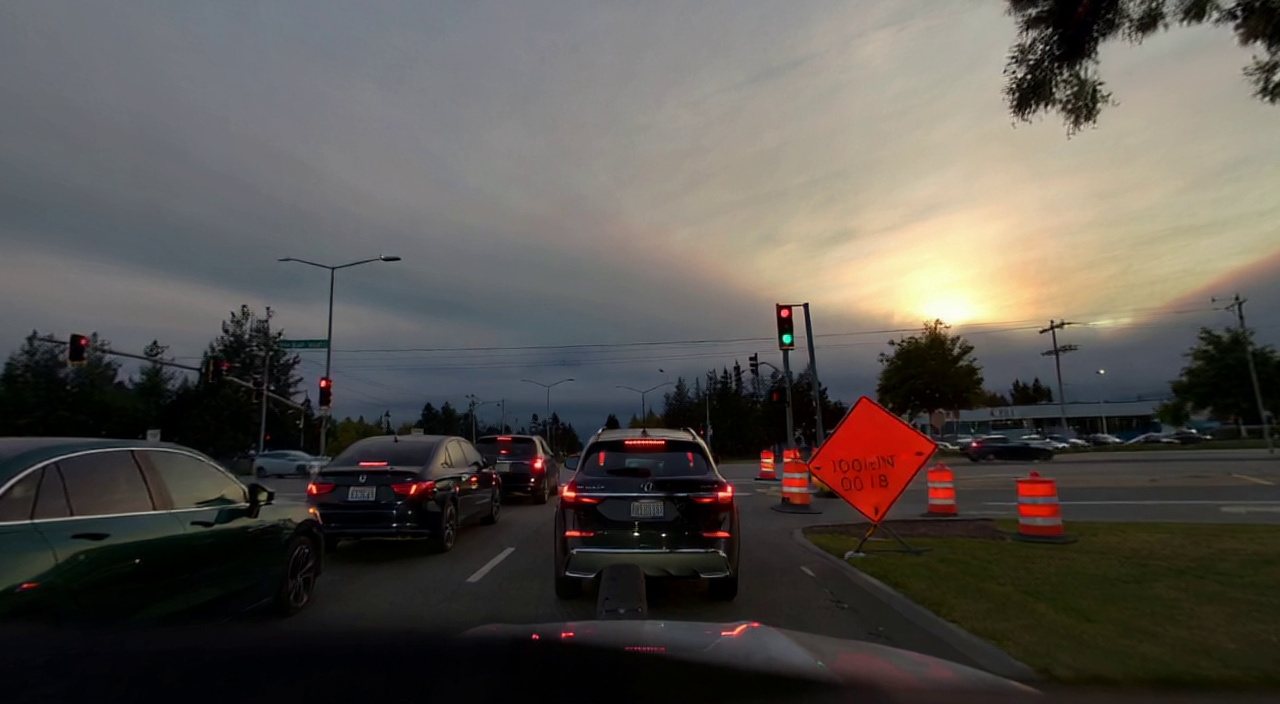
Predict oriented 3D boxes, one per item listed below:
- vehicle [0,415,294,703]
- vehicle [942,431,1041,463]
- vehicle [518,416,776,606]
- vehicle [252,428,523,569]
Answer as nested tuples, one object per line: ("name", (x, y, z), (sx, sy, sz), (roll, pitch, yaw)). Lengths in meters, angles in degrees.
("vehicle", (-3.592, 0.946, 2.145), (2.064, 1.497, 4.722), (0, -9, 1))
("vehicle", (22.701, 6.152, 40.807), (5.082, 1.907, 2.115), (0, -9, 2))
("vehicle", (0.100, 1.620, 7.209), (2.167, 1.560, 3.676), (0, -9, 1))
("vehicle", (-3.279, 1.997, 9.445), (1.989, 1.541, 4.626), (0, -9, 2))
